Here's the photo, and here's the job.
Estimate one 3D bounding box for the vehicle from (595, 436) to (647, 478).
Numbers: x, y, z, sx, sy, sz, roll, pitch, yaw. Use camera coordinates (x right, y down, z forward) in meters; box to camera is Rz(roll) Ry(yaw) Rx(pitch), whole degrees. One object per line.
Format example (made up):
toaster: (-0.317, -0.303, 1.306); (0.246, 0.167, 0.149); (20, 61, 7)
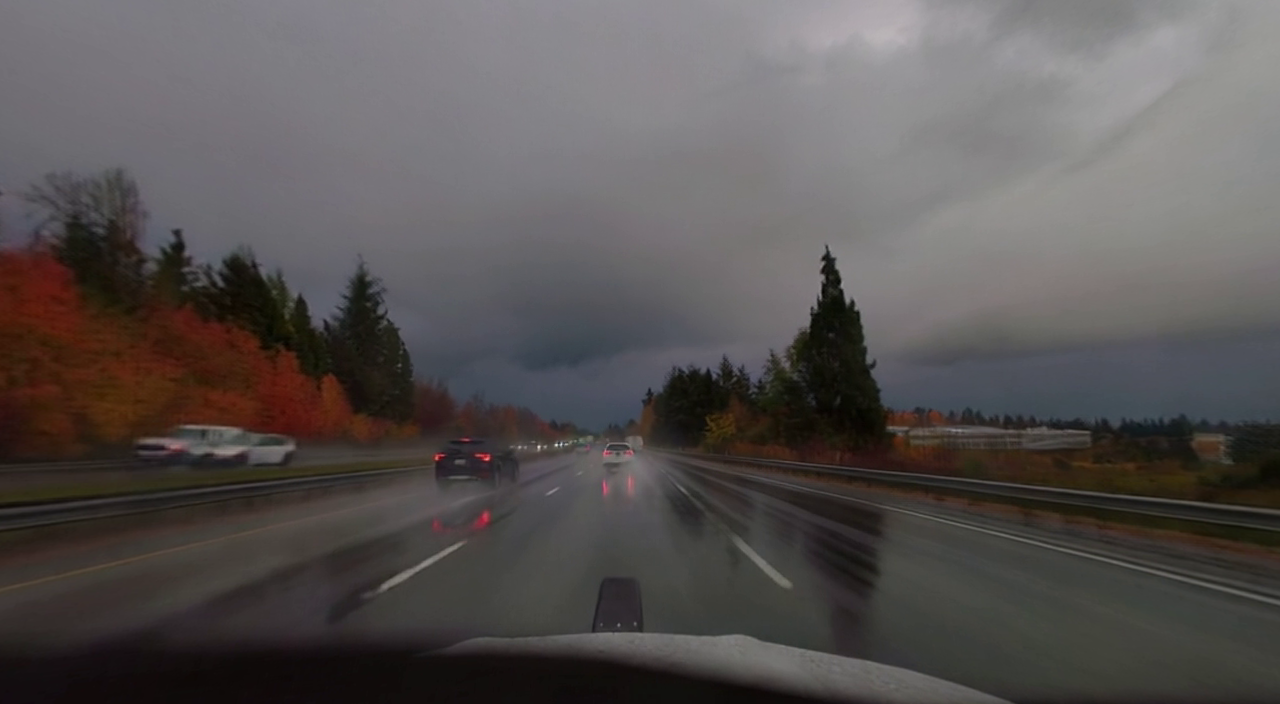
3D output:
vehicle: (-0.819, 4.617, 27.646); (2.115, 1.661, 4.049); (0, -9, -1)

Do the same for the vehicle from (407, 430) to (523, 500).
vehicle: (-4.784, 3.169, 17.930); (1.974, 1.688, 4.727); (-1, -9, 0)

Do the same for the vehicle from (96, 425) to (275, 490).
vehicle: (-13.418, 3.157, 18.966); (2.019, 1.666, 4.565); (0, -9, -1)
